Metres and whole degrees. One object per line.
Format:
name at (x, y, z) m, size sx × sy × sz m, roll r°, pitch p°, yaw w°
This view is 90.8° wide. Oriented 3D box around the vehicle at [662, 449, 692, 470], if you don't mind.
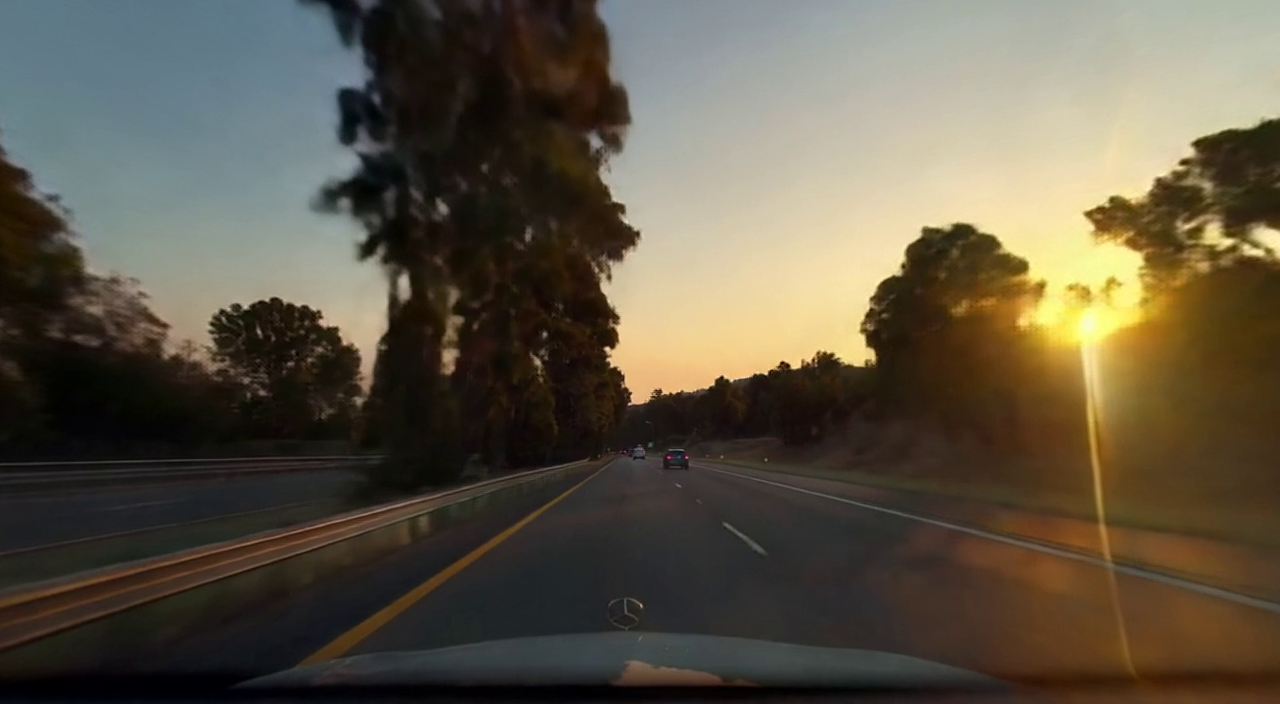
vehicle at (2.758, 8.105, 47.658) m, size 1.870 × 1.486 × 3.858 m, roll 0°, pitch -9°, yaw -2°
